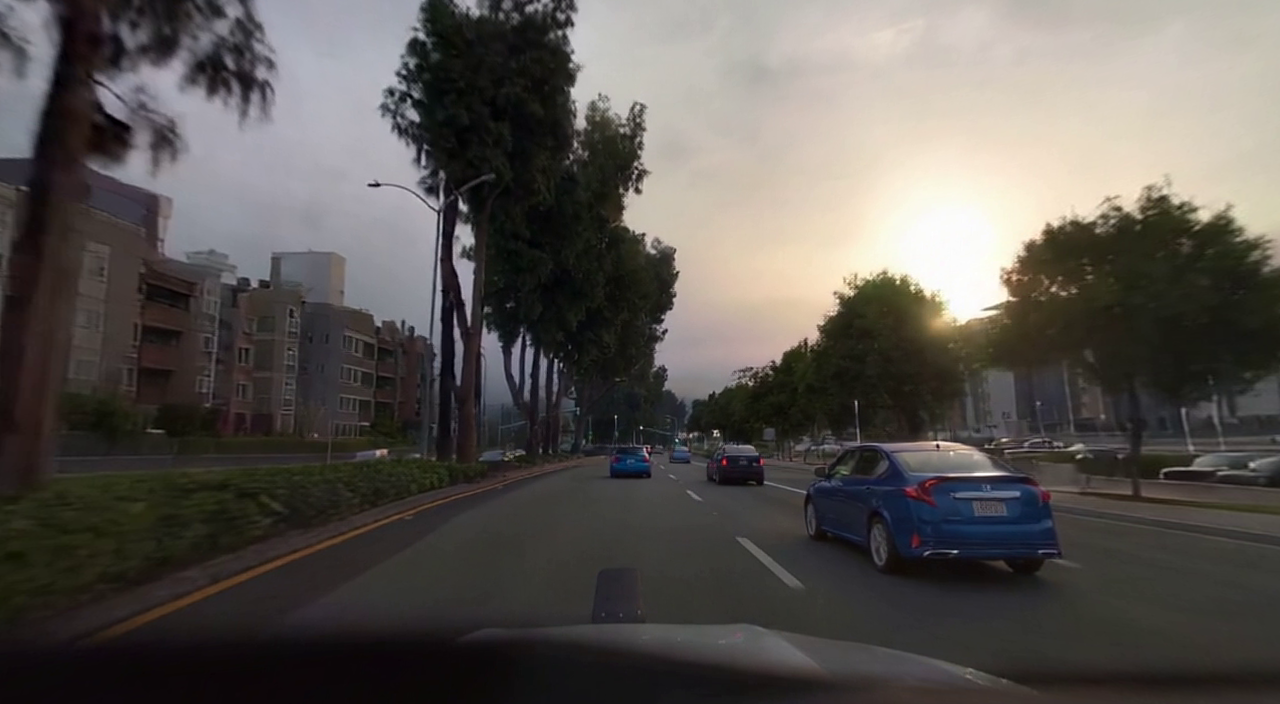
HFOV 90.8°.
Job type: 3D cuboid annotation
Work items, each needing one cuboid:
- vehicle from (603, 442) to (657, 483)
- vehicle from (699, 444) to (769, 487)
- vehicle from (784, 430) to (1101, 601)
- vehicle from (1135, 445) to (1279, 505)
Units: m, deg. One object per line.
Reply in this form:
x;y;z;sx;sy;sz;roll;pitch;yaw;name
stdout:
-0.398;4.373;25.287;1.994;1.479;3.647;0;-9;-1;vehicle
3.423;4.207;23.785;1.908;1.453;4.230;0;-9;-1;vehicle
3.144;1.745;7.606;1.852;1.498;3.825;0;-9;-1;vehicle
17.331;3.633;19.128;4.155;1.623;2.175;5;-10;-30;vehicle
